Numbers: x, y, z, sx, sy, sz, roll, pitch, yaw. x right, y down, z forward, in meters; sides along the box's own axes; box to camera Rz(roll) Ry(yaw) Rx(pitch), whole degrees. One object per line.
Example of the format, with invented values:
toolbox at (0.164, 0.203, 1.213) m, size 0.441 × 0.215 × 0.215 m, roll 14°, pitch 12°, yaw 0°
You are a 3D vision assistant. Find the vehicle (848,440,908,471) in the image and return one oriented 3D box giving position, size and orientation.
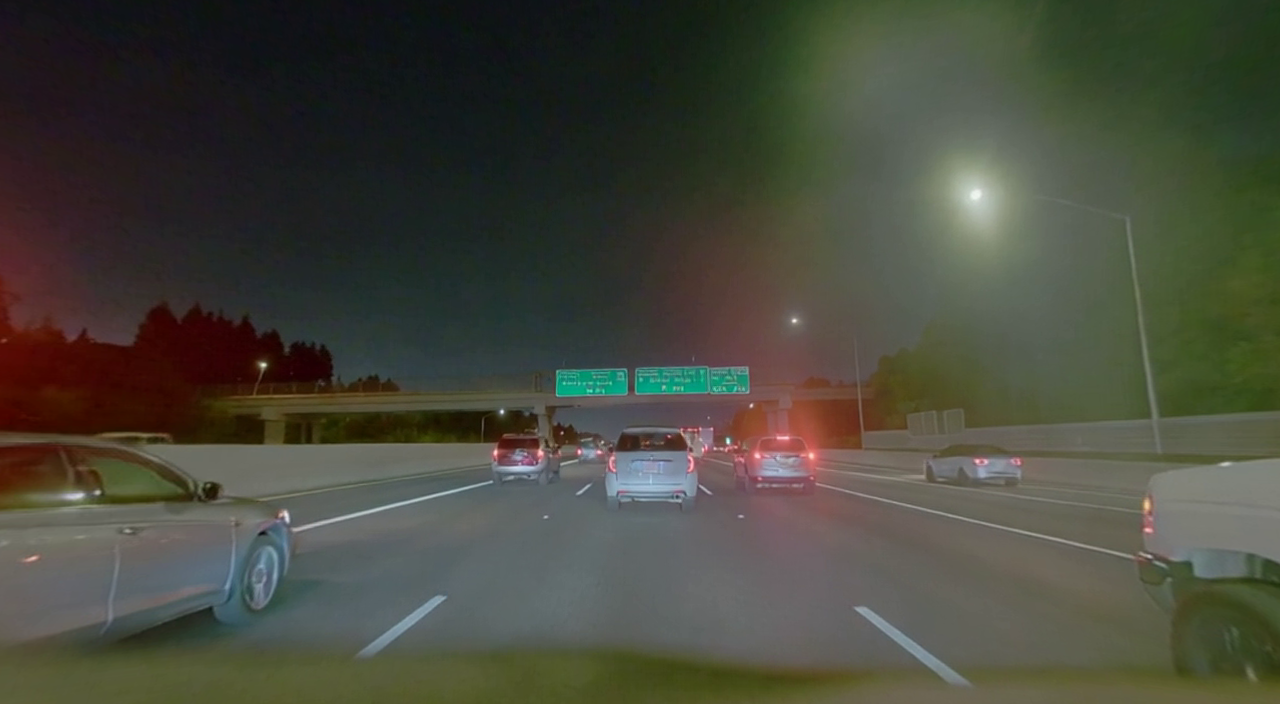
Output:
vehicle at (14.812, 6.456, 39.472) m, size 2.085 × 1.754 × 4.466 m, roll 0°, pitch -9°, yaw 2°

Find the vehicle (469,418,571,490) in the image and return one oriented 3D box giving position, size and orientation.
vehicle at (-3.932, 3.512, 21.924) m, size 2.212 × 2.101 × 6.052 m, roll 0°, pitch -9°, yaw 2°

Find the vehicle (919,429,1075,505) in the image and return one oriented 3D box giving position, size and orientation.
vehicle at (9.555, 3.088, 17.332) m, size 1.977 × 1.795 × 4.208 m, roll 0°, pitch -9°, yaw 3°

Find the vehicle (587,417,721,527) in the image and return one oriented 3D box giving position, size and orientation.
vehicle at (0.256, 2.268, 12.420) m, size 2.181 × 1.756 × 4.167 m, roll 0°, pitch -9°, yaw 1°

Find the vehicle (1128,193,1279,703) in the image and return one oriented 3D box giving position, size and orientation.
vehicle at (3.551, 0.228, 0.337) m, size 2.300 × 2.242 × 5.327 m, roll 0°, pitch -9°, yaw 1°

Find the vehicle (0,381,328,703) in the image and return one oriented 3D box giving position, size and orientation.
vehicle at (-3.669, 0.942, 2.835) m, size 2.014 × 1.579 × 4.761 m, roll 0°, pitch -9°, yaw 1°

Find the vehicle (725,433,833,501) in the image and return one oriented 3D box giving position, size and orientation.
vehicle at (3.724, 3.172, 17.773) m, size 2.022 × 1.633 × 4.651 m, roll 0°, pitch -9°, yaw 0°
